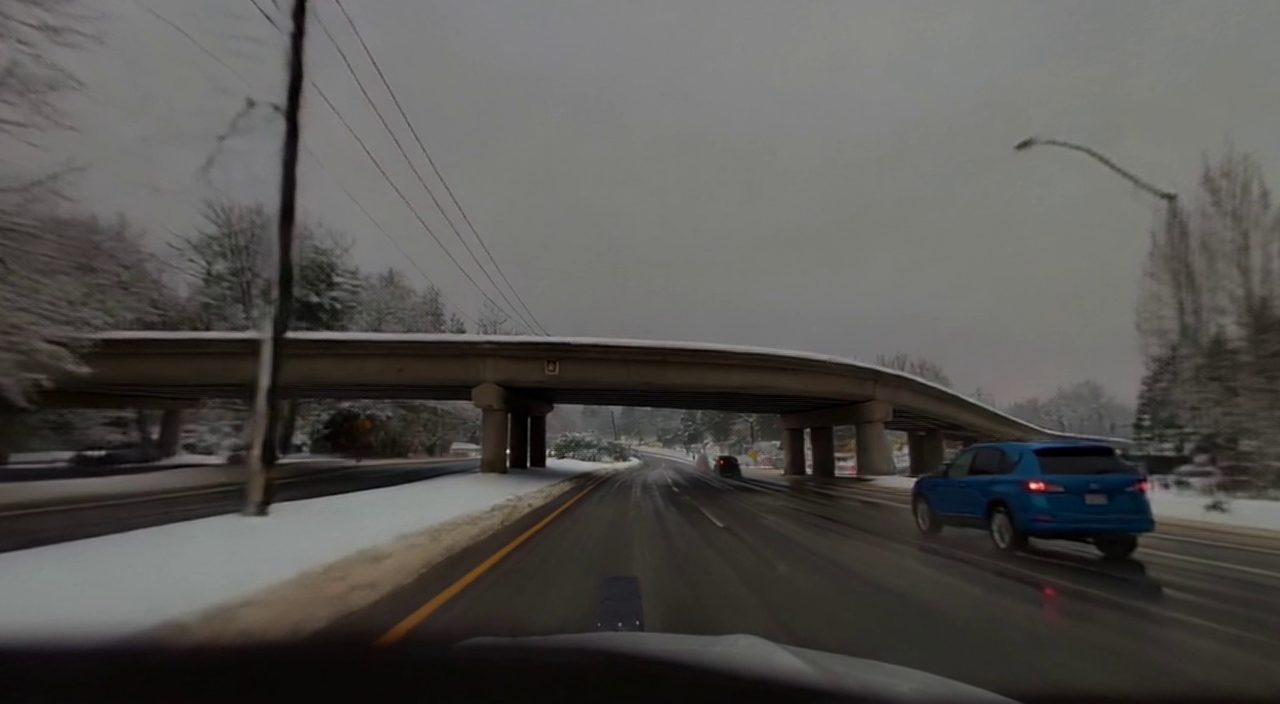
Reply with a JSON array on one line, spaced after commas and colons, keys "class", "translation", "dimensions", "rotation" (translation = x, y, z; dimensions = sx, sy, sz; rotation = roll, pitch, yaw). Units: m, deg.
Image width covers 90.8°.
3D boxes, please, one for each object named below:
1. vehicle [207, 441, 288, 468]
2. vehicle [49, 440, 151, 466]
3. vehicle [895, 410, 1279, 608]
[{"class": "vehicle", "translation": [-26.063, 6.842, 42.168], "dimensions": [1.921, 1.552, 4.770], "rotation": [-5, -9, 9]}, {"class": "vehicle", "translation": [-33.628, 6.310, 39.539], "dimensions": [1.841, 1.534, 4.664], "rotation": [-2, -9, 9]}, {"class": "vehicle", "translation": [6.032, 2.002, 9.233], "dimensions": [2.331, 1.872, 5.378], "rotation": [-4, -9, 1]}]
